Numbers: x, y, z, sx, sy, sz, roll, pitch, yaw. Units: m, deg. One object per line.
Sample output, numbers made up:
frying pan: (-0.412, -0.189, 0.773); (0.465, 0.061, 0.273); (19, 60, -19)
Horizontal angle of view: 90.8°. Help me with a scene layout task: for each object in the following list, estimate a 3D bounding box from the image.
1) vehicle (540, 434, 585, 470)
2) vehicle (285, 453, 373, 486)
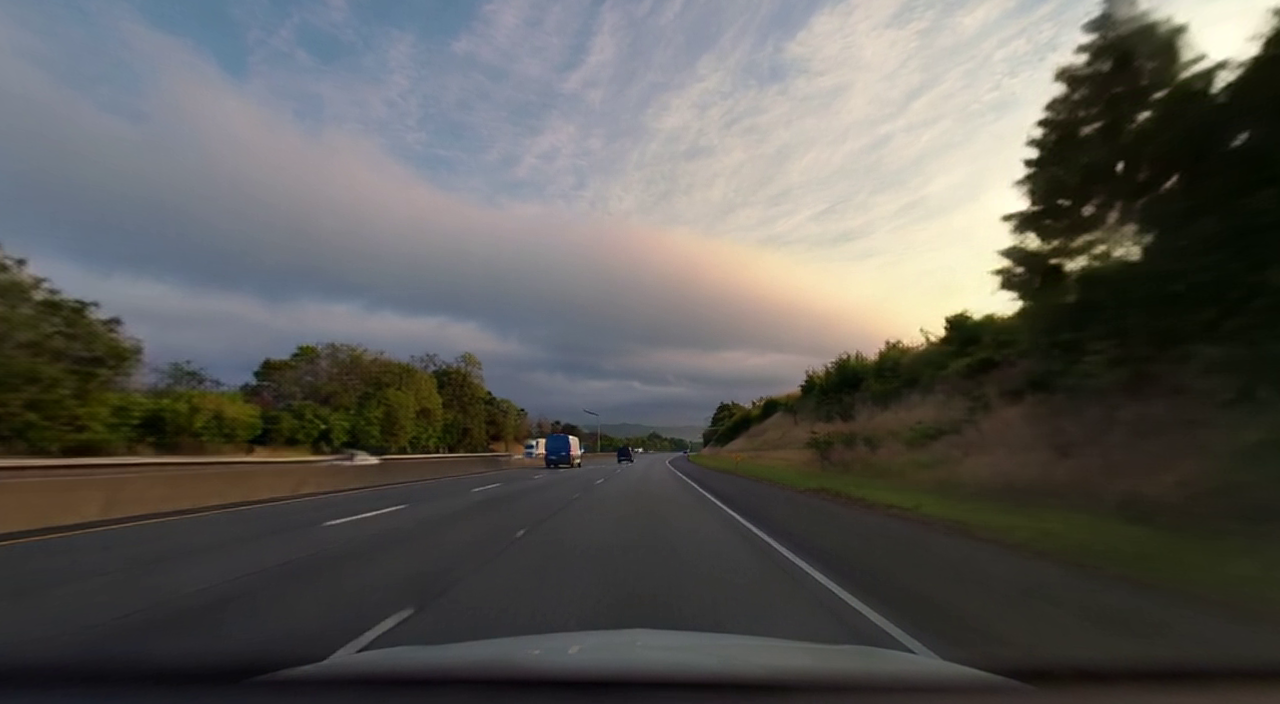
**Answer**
vehicle: (-5.741, 7.515, 47.424); (2.449, 2.471, 6.130); (-1, -9, 1)
vehicle: (-15.105, 5.703, 30.983); (1.928, 1.463, 4.691); (0, -9, 0)
